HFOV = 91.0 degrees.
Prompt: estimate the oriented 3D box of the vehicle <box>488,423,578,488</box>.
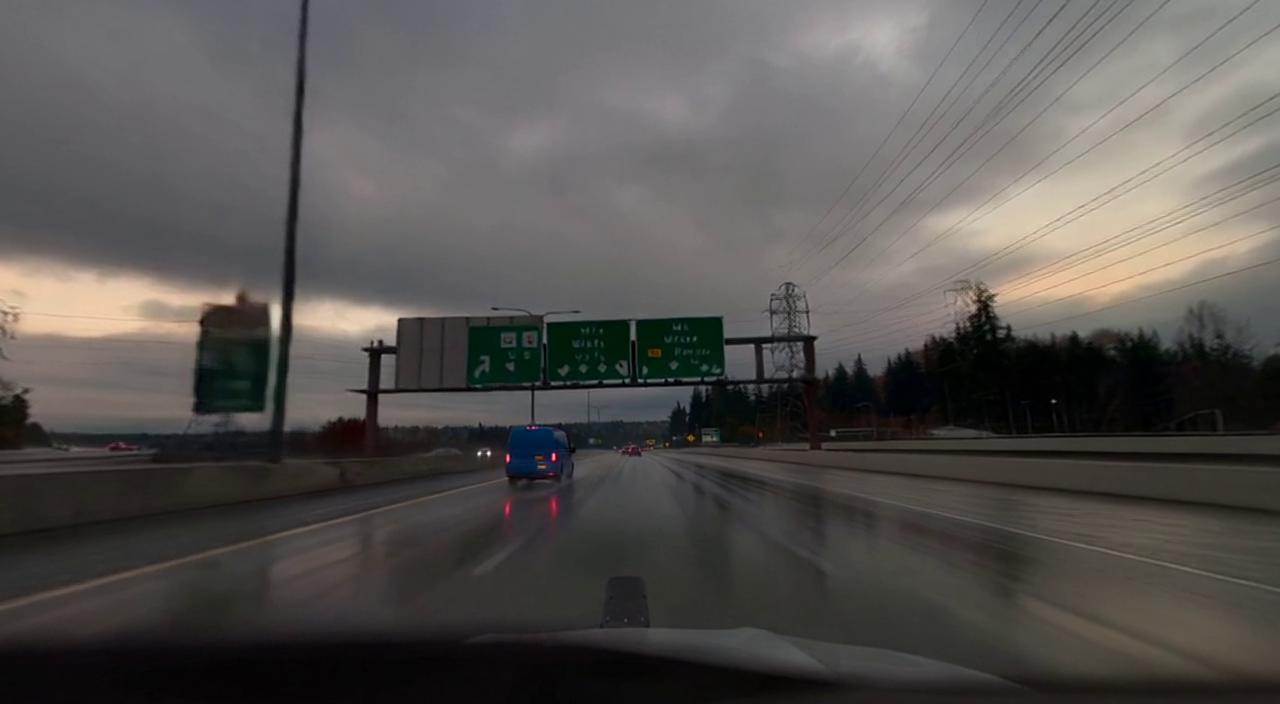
[{"bbox_3d":[-3.561,3.557,21.938,2.281,2.025,4.586,0,-8,0],"label":"vehicle"}]
